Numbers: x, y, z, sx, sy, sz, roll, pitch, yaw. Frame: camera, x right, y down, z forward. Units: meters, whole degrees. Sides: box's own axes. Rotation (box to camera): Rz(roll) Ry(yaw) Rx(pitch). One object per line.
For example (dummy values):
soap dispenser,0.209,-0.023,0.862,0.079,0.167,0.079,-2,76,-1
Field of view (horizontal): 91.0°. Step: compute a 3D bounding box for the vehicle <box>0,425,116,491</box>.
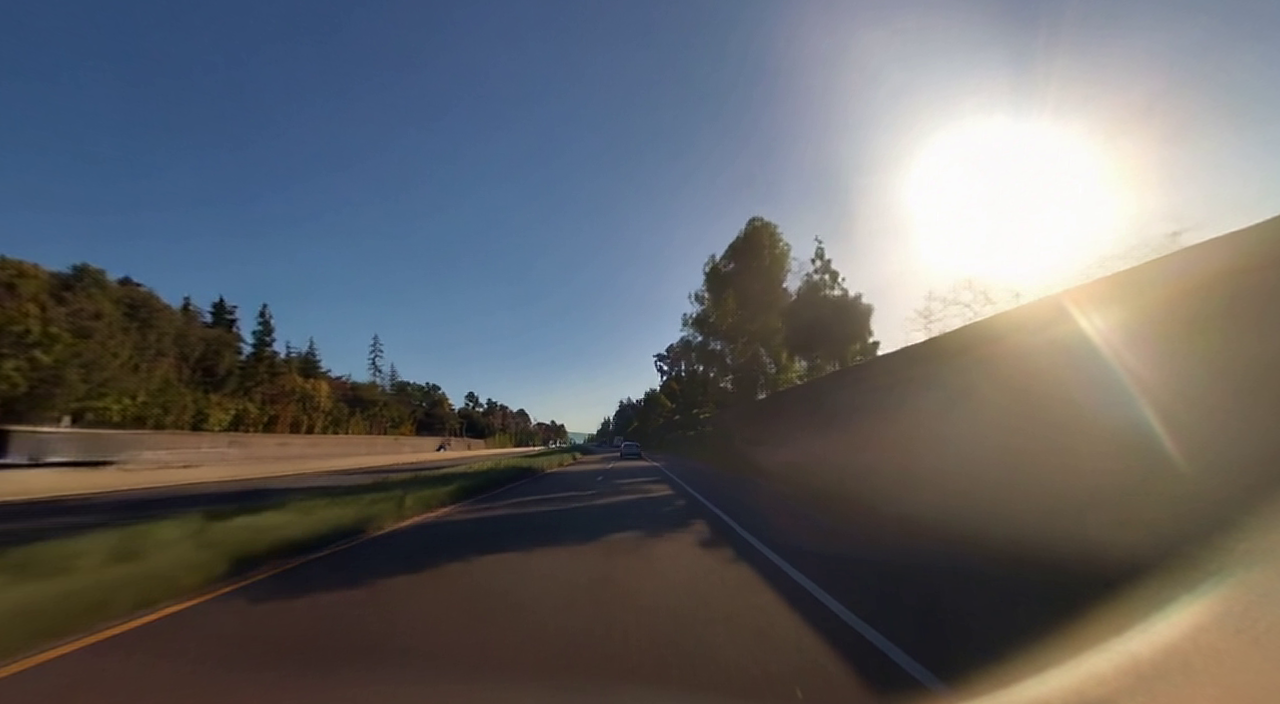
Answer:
vehicle,-29.700,5.117,30.804,2.547,2.870,6.947,0,-8,-5
